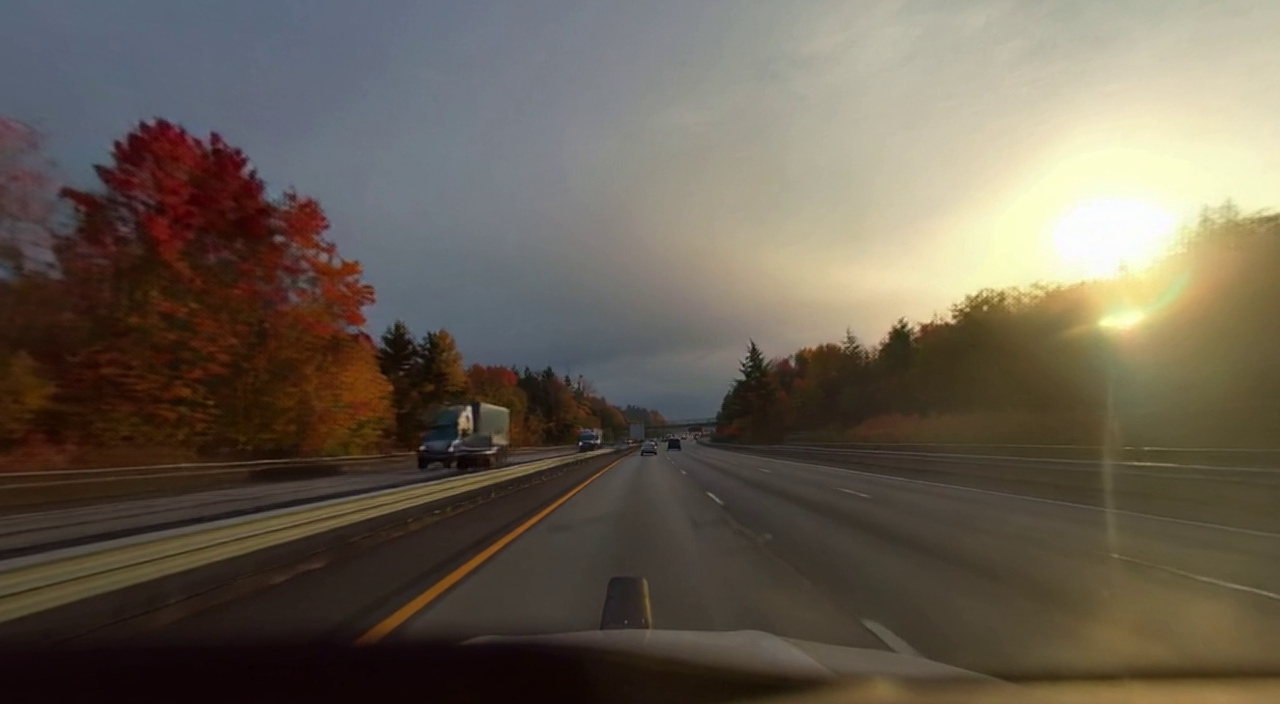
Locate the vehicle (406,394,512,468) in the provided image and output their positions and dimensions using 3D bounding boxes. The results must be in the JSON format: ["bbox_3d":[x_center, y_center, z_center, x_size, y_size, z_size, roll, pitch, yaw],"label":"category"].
[{"bbox_3d":[-11.402,5.332,41.474,2.982,4.126,12.745,0,-8,1],"label":"vehicle"}]

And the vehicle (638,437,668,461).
[{"bbox_3d":[0.855,6.556,42.549,1.924,1.498,3.817,0,-8,0],"label":"vehicle"}]
